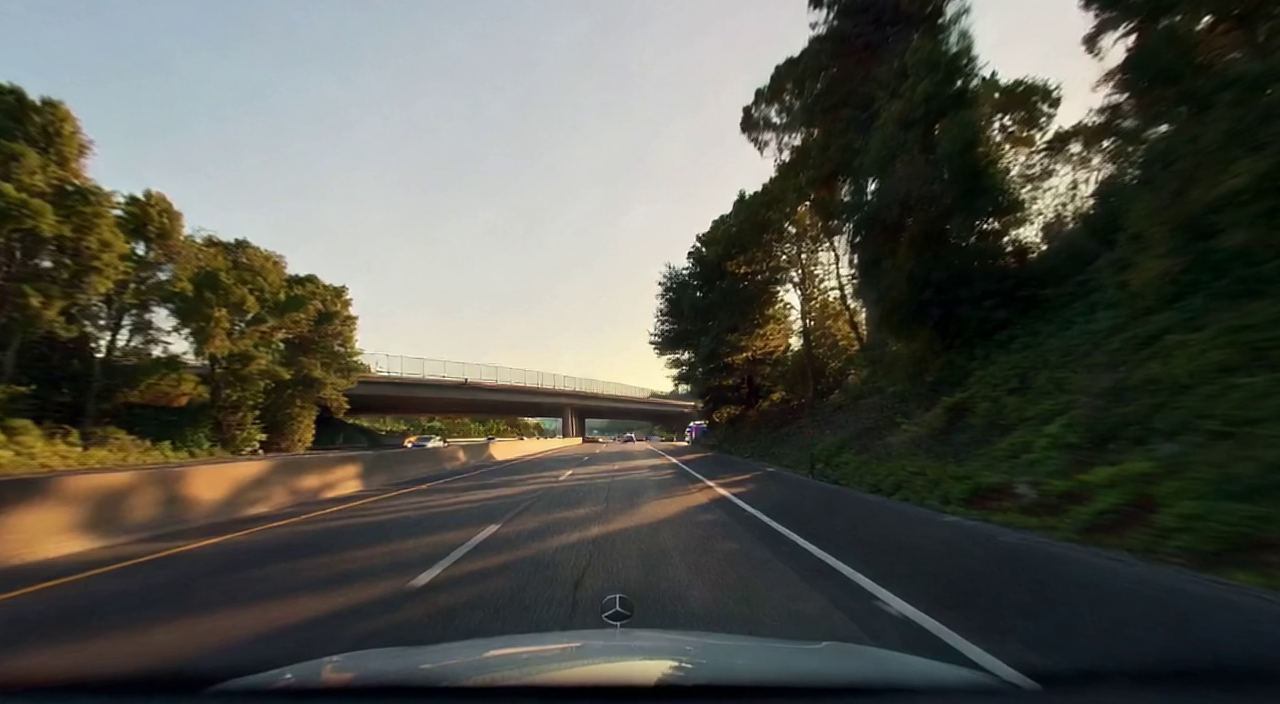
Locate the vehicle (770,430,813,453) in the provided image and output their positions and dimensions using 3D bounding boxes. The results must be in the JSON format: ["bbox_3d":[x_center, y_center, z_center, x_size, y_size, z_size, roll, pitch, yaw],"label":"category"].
[{"bbox_3d":[10.221,6.029,42.584,1.880,1.460,3.770,0,-8,-2],"label":"vehicle"}]
